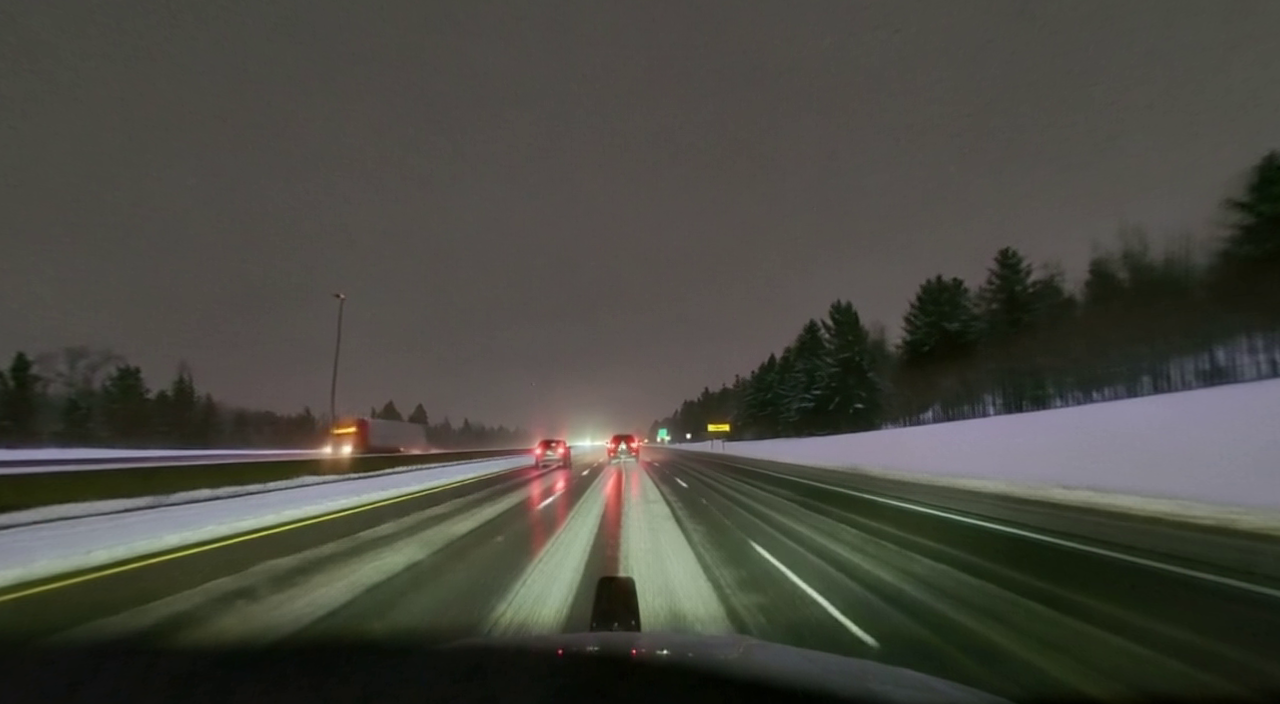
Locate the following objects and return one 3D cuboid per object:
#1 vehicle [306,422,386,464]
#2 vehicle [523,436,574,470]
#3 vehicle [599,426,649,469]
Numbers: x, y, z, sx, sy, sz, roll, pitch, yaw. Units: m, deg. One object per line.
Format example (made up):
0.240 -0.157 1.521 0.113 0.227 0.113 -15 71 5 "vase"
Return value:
-20.142 6.280 43.680 2.290 2.626 7.289 0 -8 -2 "vehicle"
-4.646 5.186 32.647 2.039 1.602 4.317 0 -8 -1 "vehicle"
-0.811 4.820 31.877 2.382 1.973 4.439 0 -8 -1 "vehicle"
